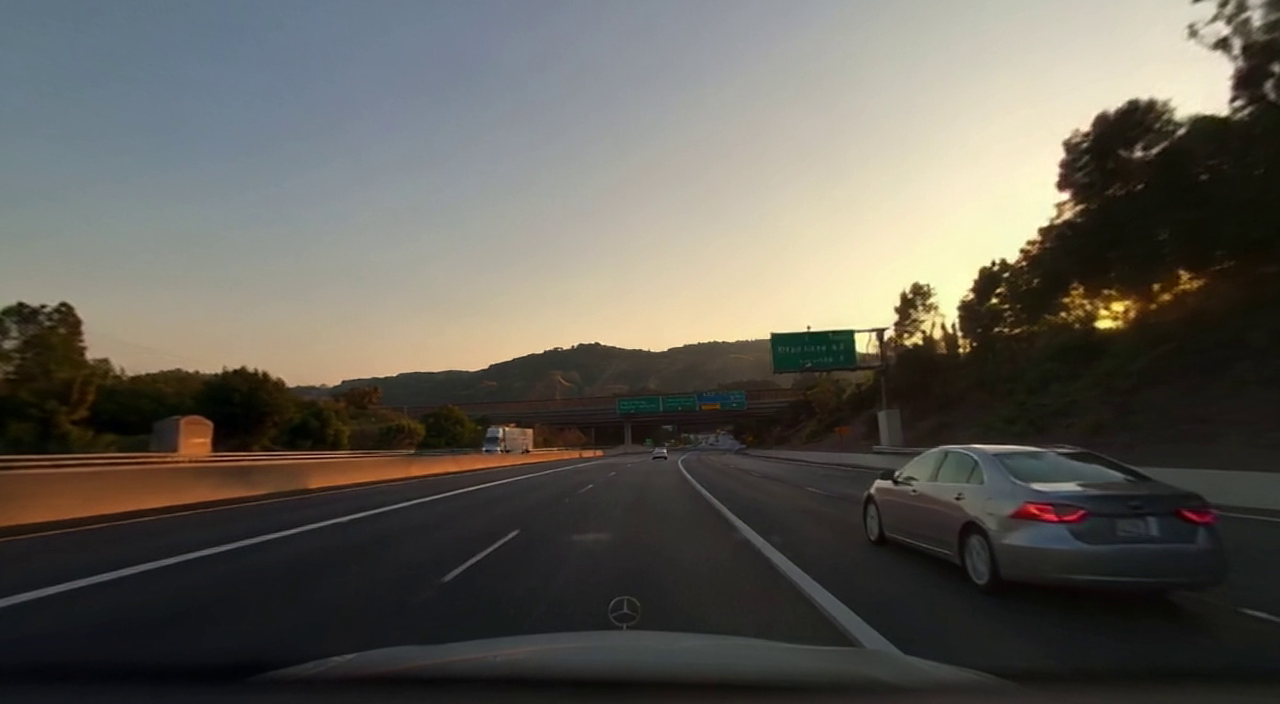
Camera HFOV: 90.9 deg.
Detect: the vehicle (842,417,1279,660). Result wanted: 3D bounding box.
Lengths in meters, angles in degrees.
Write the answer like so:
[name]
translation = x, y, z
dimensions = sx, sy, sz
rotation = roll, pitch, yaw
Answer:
[vehicle]
translation = 3.793, 1.511, 6.329
dimensions = 1.999, 1.492, 4.673
rotation = 0, -8, 0
